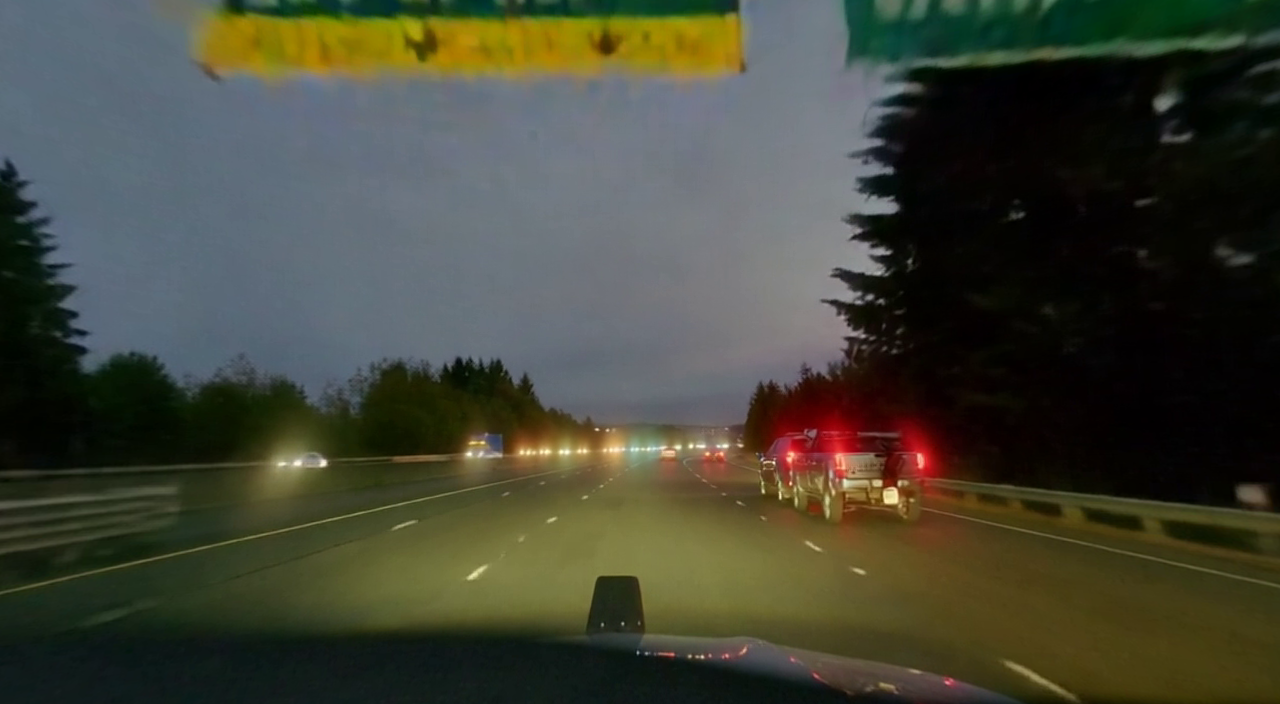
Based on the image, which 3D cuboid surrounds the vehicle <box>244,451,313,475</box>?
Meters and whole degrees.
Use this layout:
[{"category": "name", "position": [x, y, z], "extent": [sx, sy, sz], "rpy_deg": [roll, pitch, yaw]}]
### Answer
[{"category": "vehicle", "position": [-23.545, 7.224, 41.183], "extent": [1.864, 1.479, 4.366], "rpy_deg": [0, -9, 1]}]
